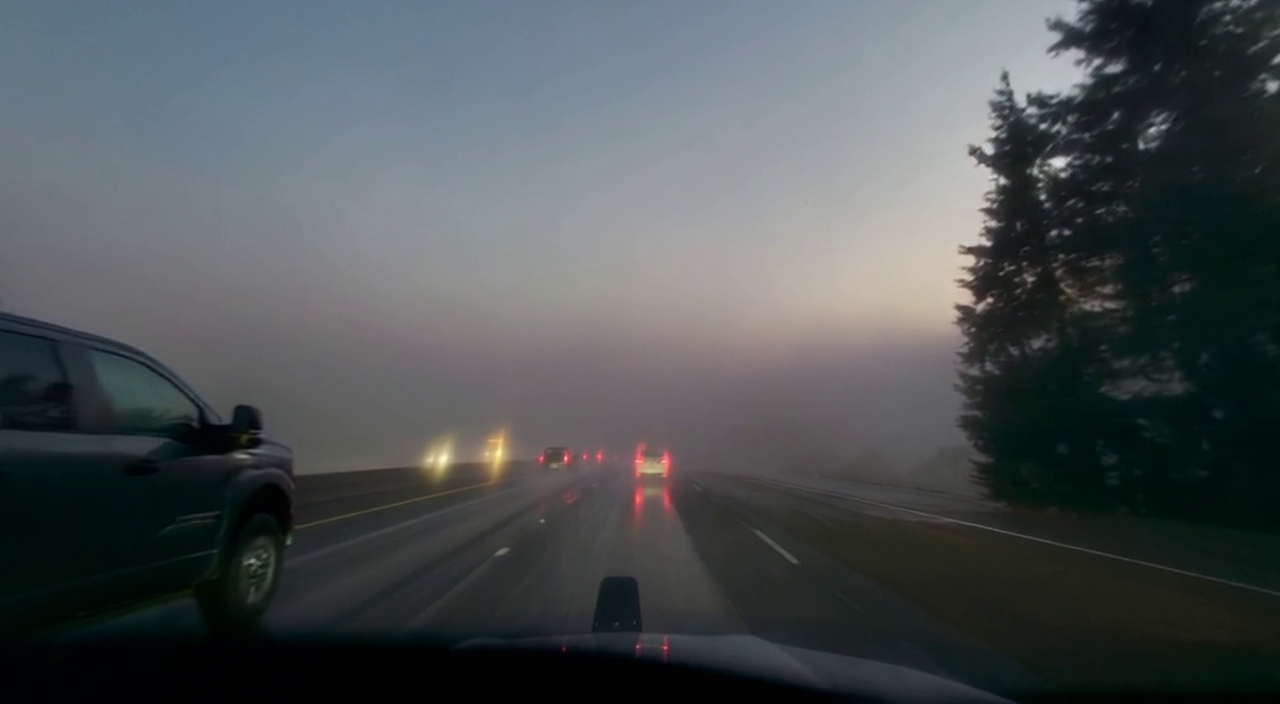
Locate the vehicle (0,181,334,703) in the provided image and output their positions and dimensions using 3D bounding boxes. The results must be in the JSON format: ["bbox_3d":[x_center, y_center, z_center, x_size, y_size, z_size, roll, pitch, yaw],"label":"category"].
[{"bbox_3d":[-4.001,0.488,2.499,2.523,2.458,6.022,0,-9,0],"label":"vehicle"}]

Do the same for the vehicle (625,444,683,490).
[{"bbox_3d":[0.453,4.304,23.779,2.015,1.526,4.286,0,-9,-1],"label":"vehicle"}]

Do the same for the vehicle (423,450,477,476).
[{"bbox_3d":[-12.464,7.290,41.454,2.066,1.613,4.576,-1,-9,2],"label":"vehicle"}]

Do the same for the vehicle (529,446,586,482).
[{"bbox_3d":[-3.692,5.092,28.761,1.940,1.502,4.463,0,-9,1],"label":"vehicle"}]
